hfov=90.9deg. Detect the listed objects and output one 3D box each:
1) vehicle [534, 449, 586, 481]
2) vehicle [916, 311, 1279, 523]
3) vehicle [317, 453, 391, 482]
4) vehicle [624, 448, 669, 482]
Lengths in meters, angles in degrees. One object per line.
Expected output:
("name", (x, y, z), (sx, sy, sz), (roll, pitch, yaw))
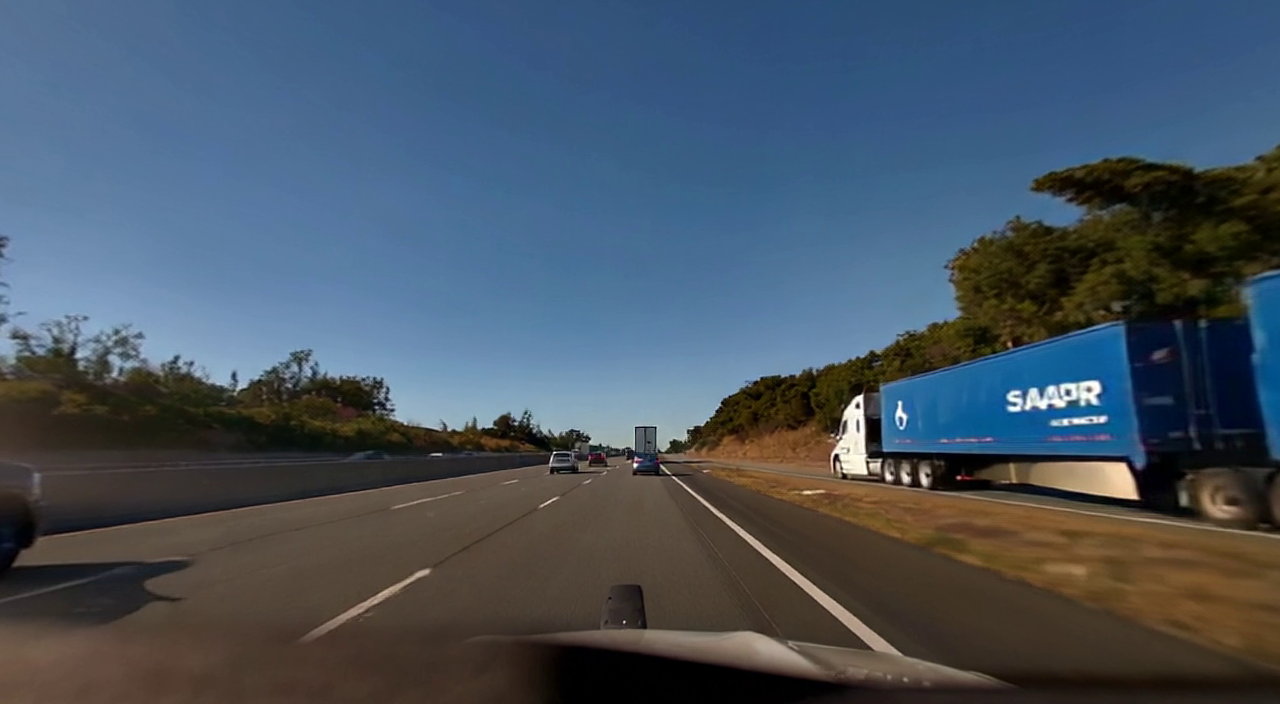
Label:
("vehicle", (-4.031, 5.762, 32.438), (2.018, 1.504, 4.431), (0, -9, 1))
("vehicle", (11.478, 1.976, 17.129), (3.020, 4.143, 9.468), (0, -9, -4))
("vehicle", (-15.190, 6.141, 33.722), (1.973, 1.398, 4.136), (0, -9, 1))
("vehicle", (0.259, 5.340, 29.907), (1.991, 1.507, 3.391), (0, -9, -1))
